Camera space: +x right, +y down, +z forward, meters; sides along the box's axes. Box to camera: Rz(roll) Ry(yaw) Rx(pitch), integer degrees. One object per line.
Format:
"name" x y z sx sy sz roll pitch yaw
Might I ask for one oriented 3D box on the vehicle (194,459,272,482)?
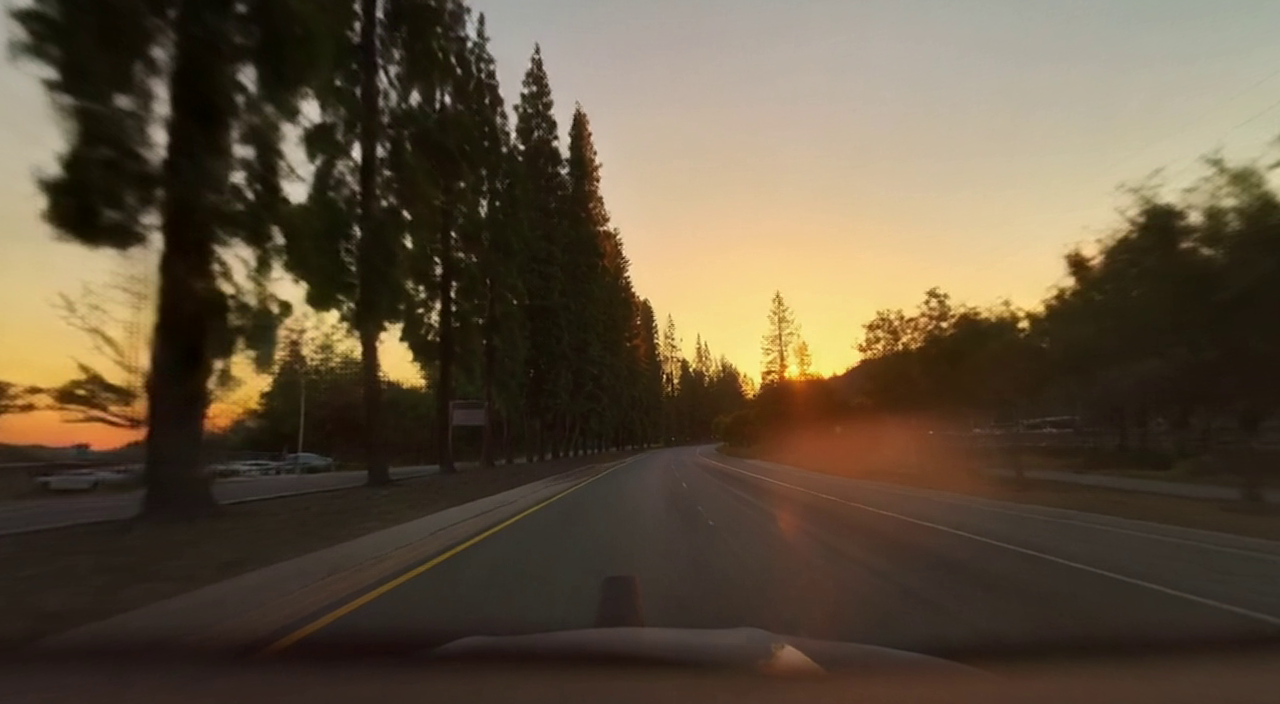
"vehicle" -31.134 9.078 48.390 4.606 1.606 2.045 -1 -8 2
